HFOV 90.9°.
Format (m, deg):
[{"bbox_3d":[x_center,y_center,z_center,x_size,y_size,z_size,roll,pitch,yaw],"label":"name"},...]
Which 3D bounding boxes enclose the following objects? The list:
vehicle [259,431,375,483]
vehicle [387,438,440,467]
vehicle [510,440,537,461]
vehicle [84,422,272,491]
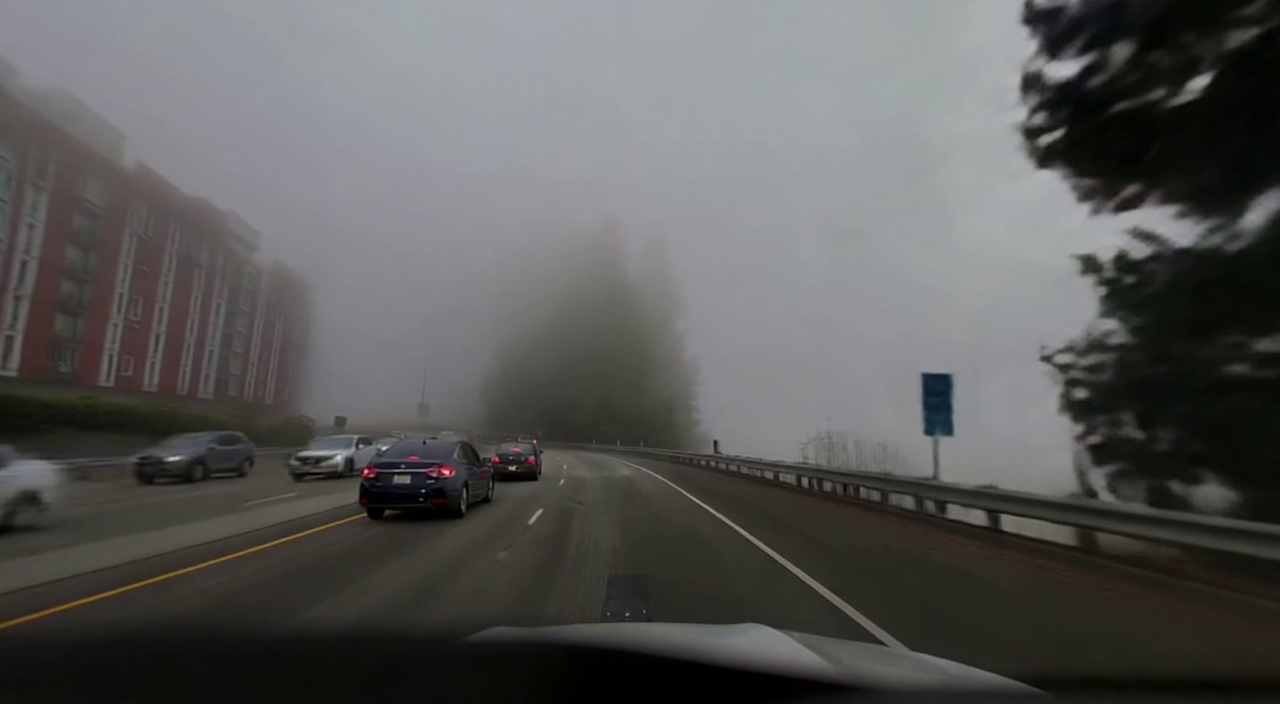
[{"bbox_3d":[-11.701,3.818,23.256,2.028,1.675,4.870,0,-8,-5],"label":"vehicle"},{"bbox_3d":[-12.927,5.757,36.232,1.897,1.538,4.033,1,-9,-6],"label":"vehicle"},{"bbox_3d":[-8.690,7.392,47.313,1.885,1.469,4.211,1,-9,-9],"label":"vehicle"},{"bbox_3d":[-15.006,3.443,21.079,2.236,1.947,5.807,0,-8,-5],"label":"vehicle"}]
